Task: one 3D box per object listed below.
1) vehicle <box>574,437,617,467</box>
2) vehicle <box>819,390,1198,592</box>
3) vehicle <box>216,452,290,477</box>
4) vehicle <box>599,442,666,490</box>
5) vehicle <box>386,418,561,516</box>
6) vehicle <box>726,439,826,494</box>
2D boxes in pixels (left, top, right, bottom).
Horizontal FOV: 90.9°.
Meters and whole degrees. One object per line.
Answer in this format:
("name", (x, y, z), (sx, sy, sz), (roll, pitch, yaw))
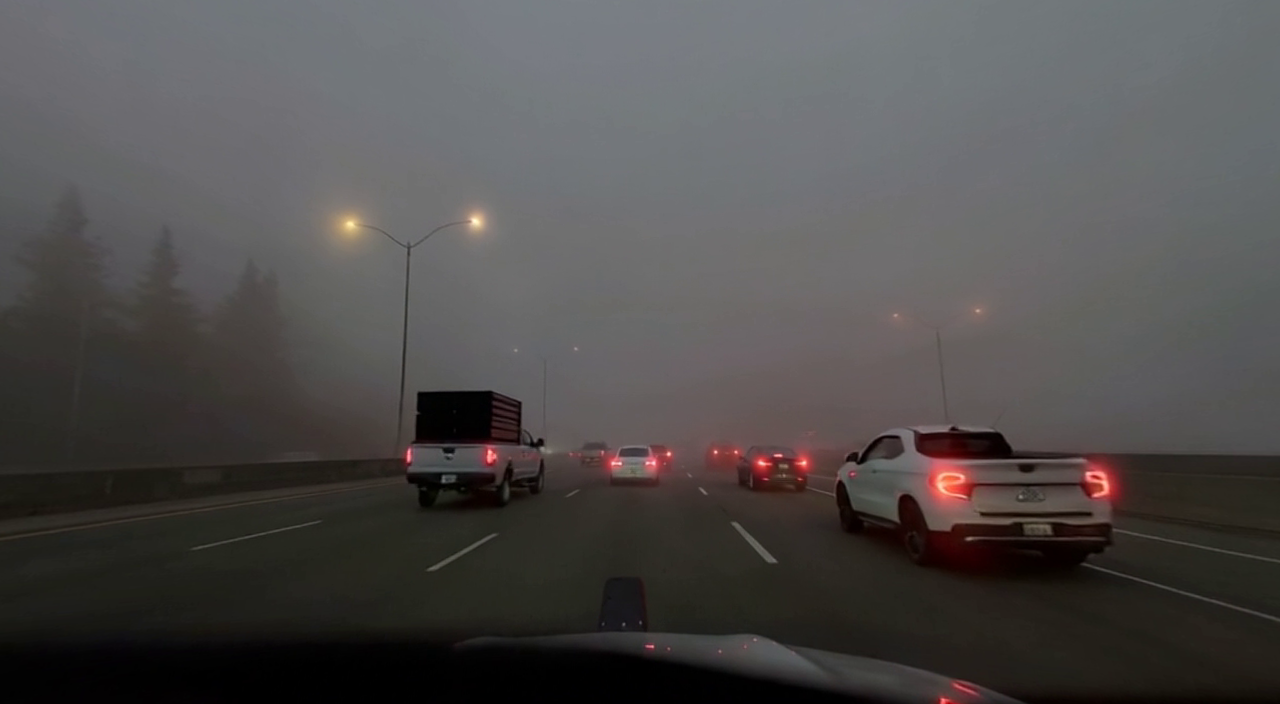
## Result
("vehicle", (-2.830, 6.586, 41.651), (2.110, 1.811, 5.585), (-1, -8, 4))
("vehicle", (3.918, 1.560, 7.938), (1.999, 1.777, 4.578), (0, -8, 1))
("vehicle", (-25.790, 7.477, 42.186), (1.956, 1.476, 4.412), (-1, -8, 3))
("vehicle", (-0.153, 3.803, 21.489), (2.070, 1.456, 4.029), (0, -8, 2))
("vehicle", (-3.623, 2.674, 15.298), (2.395, 1.892, 5.995), (0, -8, 2))
("vehicle", (4.036, 3.480, 19.580), (1.907, 1.474, 4.840), (0, -8, -2))
